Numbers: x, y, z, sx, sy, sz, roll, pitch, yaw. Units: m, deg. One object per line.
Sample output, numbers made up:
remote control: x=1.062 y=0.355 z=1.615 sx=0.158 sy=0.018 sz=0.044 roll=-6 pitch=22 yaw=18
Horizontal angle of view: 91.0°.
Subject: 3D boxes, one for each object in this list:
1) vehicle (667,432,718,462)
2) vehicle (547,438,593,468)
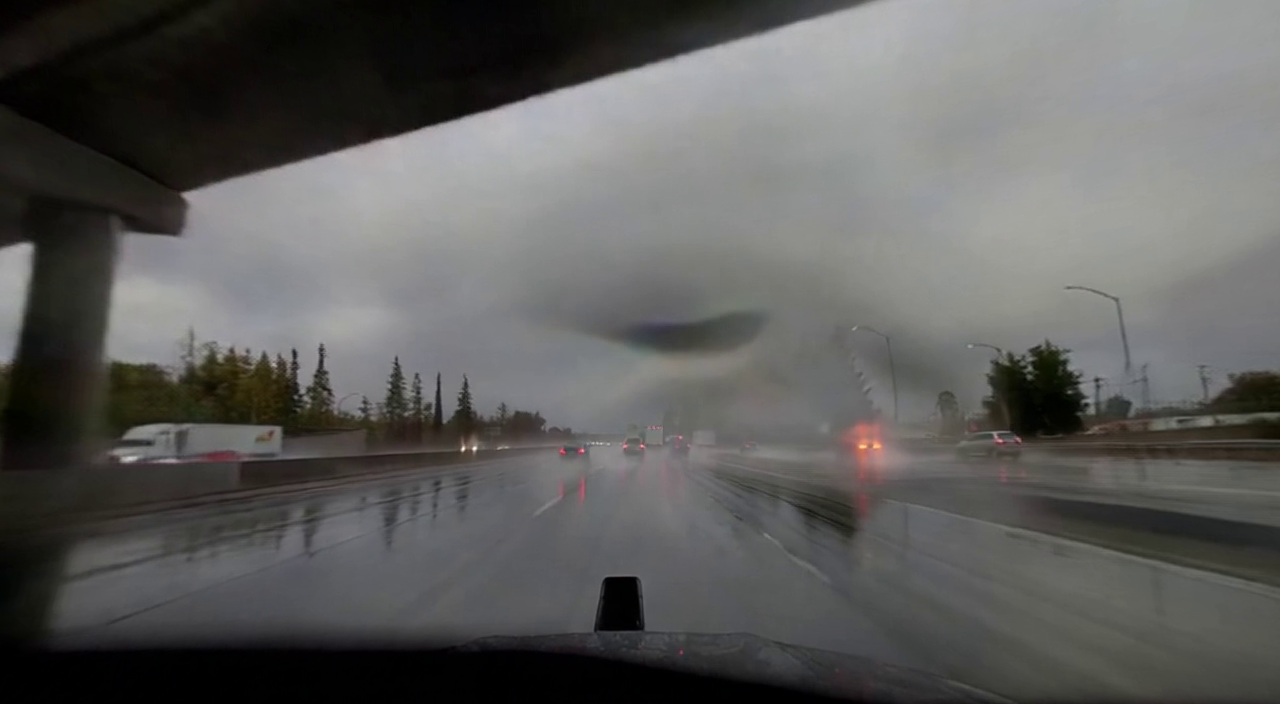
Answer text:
vehicle: x=3.865 y=7.501 z=49.854 sx=3.042 sy=2.004 sz=14.051 roll=0 pitch=-8 yaw=1
vehicle: x=-3.759 y=5.537 z=34.613 sx=2.066 sy=1.500 sz=4.415 roll=0 pitch=-8 yaw=0
